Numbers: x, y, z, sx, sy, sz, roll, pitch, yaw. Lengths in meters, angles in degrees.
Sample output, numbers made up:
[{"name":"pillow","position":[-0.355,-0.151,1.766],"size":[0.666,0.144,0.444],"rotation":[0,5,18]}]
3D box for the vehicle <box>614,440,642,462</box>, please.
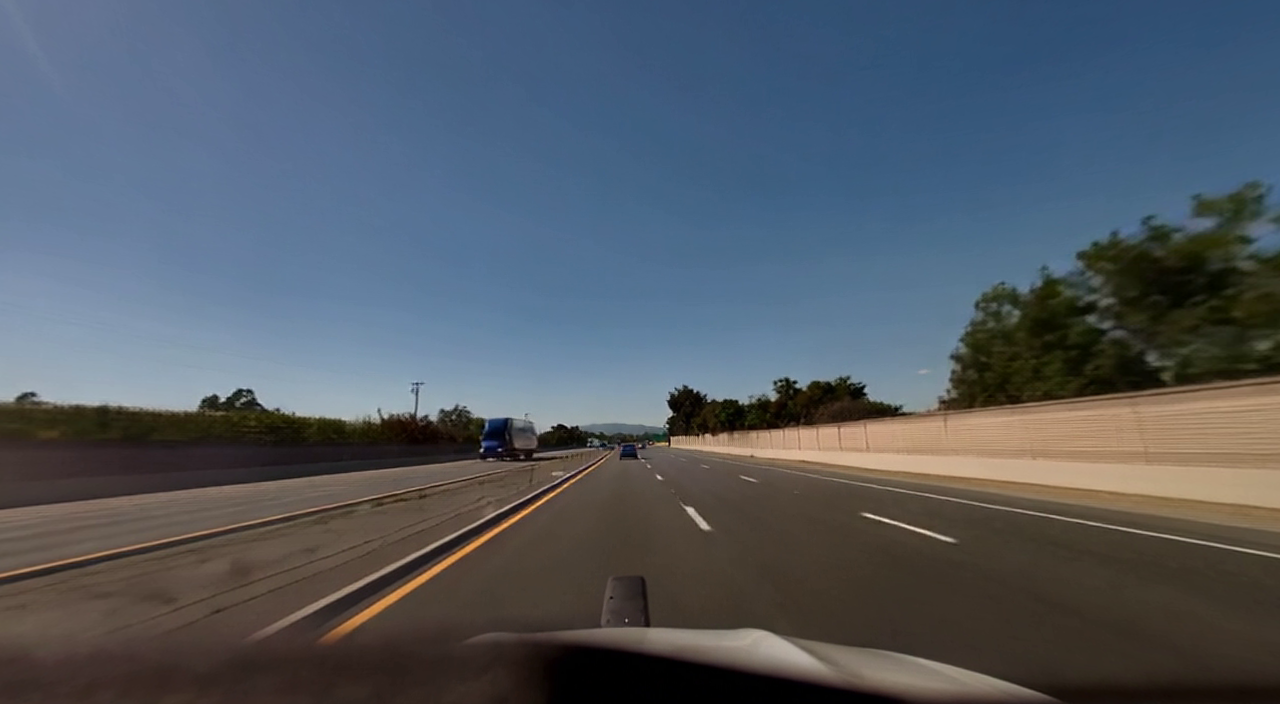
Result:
[{"name":"vehicle","position":[-0.896,7.570,48.097],"size":[2.009,1.554,4.013],"rotation":[0,-8,-1]}]
